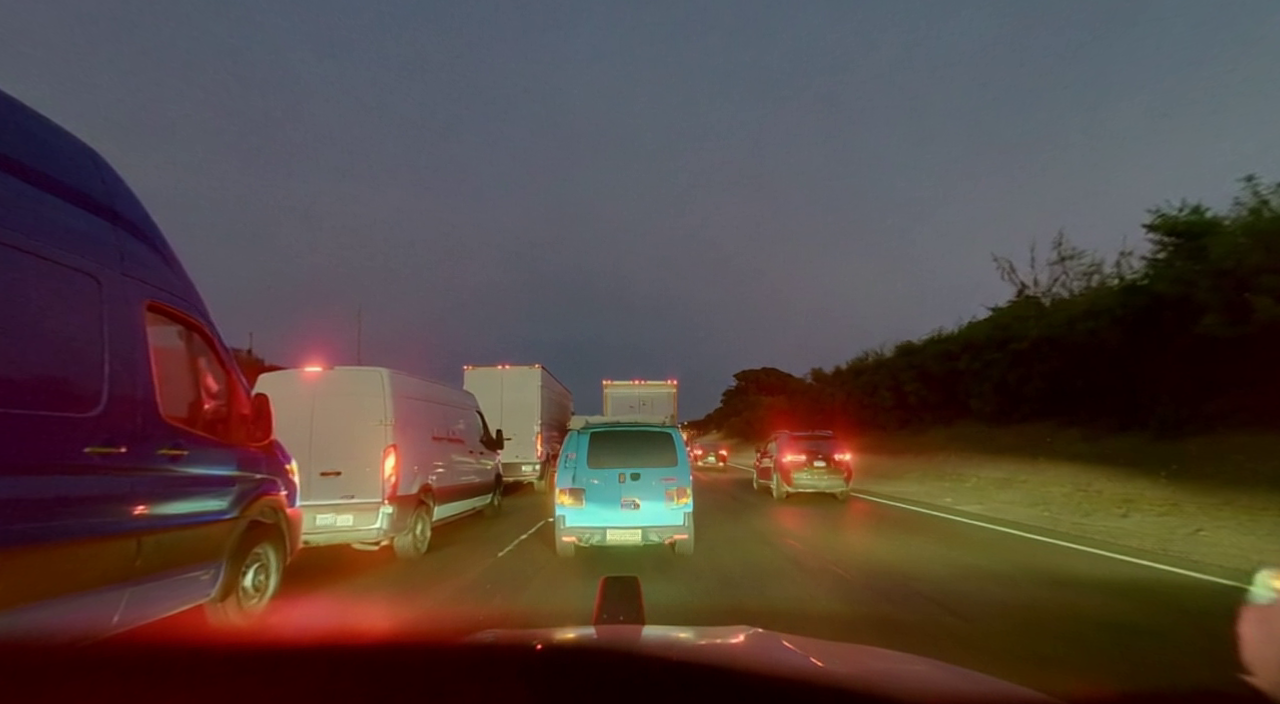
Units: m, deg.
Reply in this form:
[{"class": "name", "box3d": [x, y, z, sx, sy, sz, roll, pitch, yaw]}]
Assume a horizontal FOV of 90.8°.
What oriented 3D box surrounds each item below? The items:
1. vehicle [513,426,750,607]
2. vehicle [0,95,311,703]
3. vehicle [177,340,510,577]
[{"class": "vehicle", "box3d": [-0.102, 1.657, 7.094, 1.995, 1.495, 3.380, 0, -9, -1]}, {"class": "vehicle", "box3d": [-4.094, 0.175, 2.368, 2.254, 2.879, 6.656, 0, -9, -2]}, {"class": "vehicle", "box3d": [-4.014, 1.692, 10.557, 2.349, 2.643, 6.807, 0, -9, -1]}]
